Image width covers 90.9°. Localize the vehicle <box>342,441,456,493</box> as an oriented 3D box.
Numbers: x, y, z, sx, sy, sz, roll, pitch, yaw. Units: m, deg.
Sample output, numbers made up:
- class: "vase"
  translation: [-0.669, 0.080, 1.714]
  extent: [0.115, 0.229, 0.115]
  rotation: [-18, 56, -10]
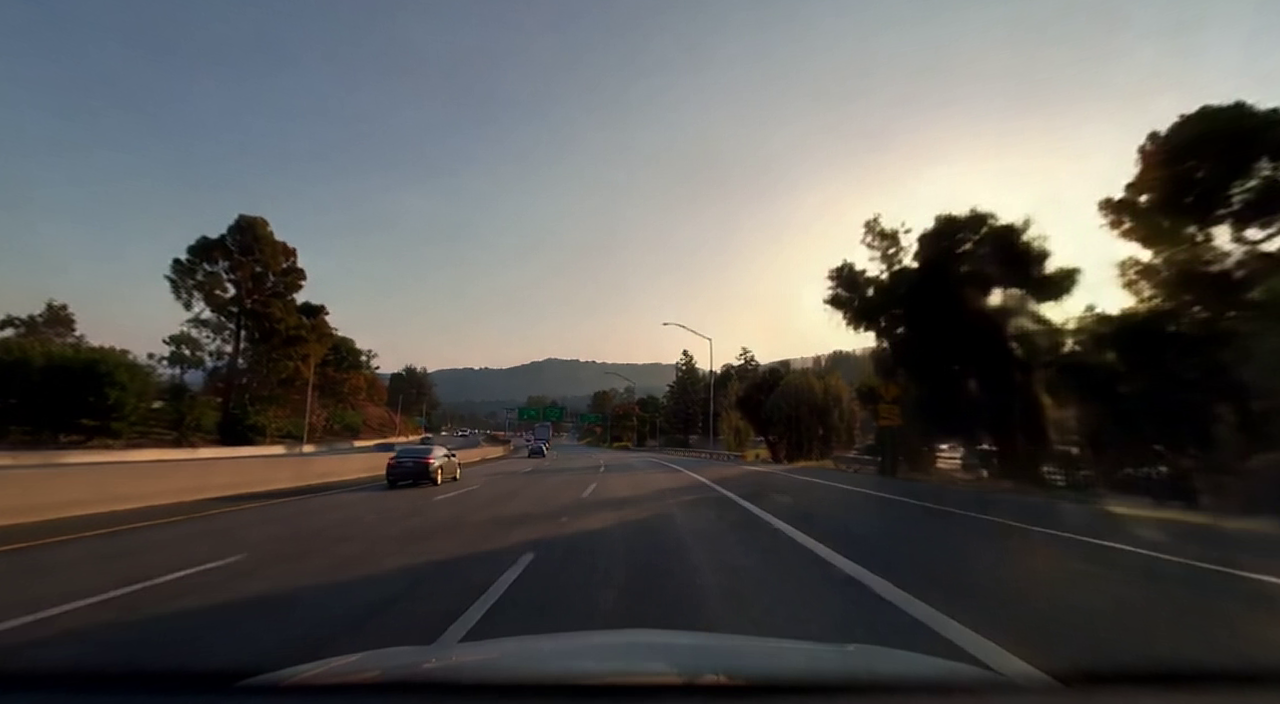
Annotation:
- class: "vehicle"
  translation: [-7.655, 3.662, 20.599]
  extent: [2.025, 1.494, 4.495]
  rotation: [0, -8, -1]
